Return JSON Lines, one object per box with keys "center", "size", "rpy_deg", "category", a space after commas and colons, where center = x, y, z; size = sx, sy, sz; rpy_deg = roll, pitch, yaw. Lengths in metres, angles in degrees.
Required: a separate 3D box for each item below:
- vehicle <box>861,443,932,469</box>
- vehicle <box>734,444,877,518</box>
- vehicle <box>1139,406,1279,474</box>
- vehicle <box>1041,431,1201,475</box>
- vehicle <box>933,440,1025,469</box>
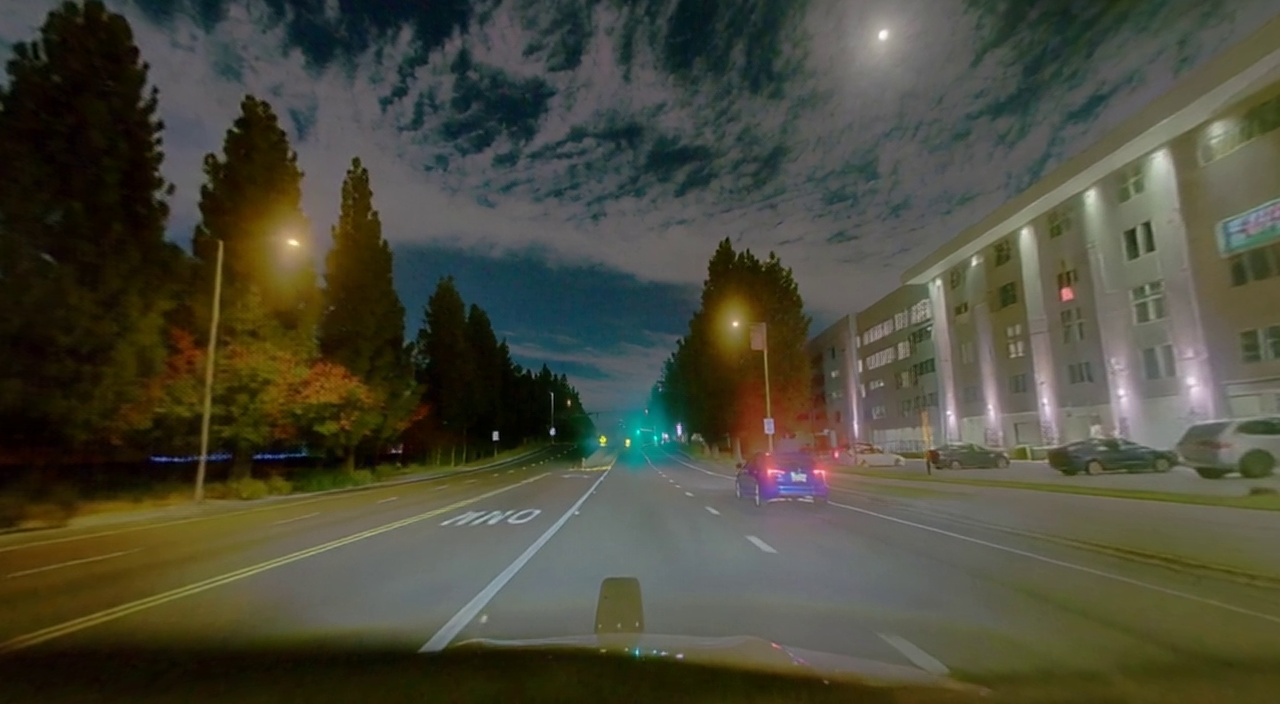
{"center": [19.418, 7.895, 47.873], "size": [4.418, 1.418, 1.873], "rpy_deg": [-5, -14, -2], "category": "vehicle"}
{"center": [3.736, 2.974, 15.232], "size": [2.114, 1.493, 4.430], "rpy_deg": [0, -8, -2], "category": "vehicle"}
{"center": [18.527, 2.523, 18.147], "size": [6.156, 1.801, 2.491], "rpy_deg": [-1, -9, 0], "category": "vehicle"}
{"center": [18.162, 3.828, 24.016], "size": [4.436, 1.556, 1.997], "rpy_deg": [0, -9, -2], "category": "vehicle"}
{"center": [17.682, 5.344, 33.096], "size": [3.622, 1.432, 2.029], "rpy_deg": [0, -9, -3], "category": "vehicle"}
